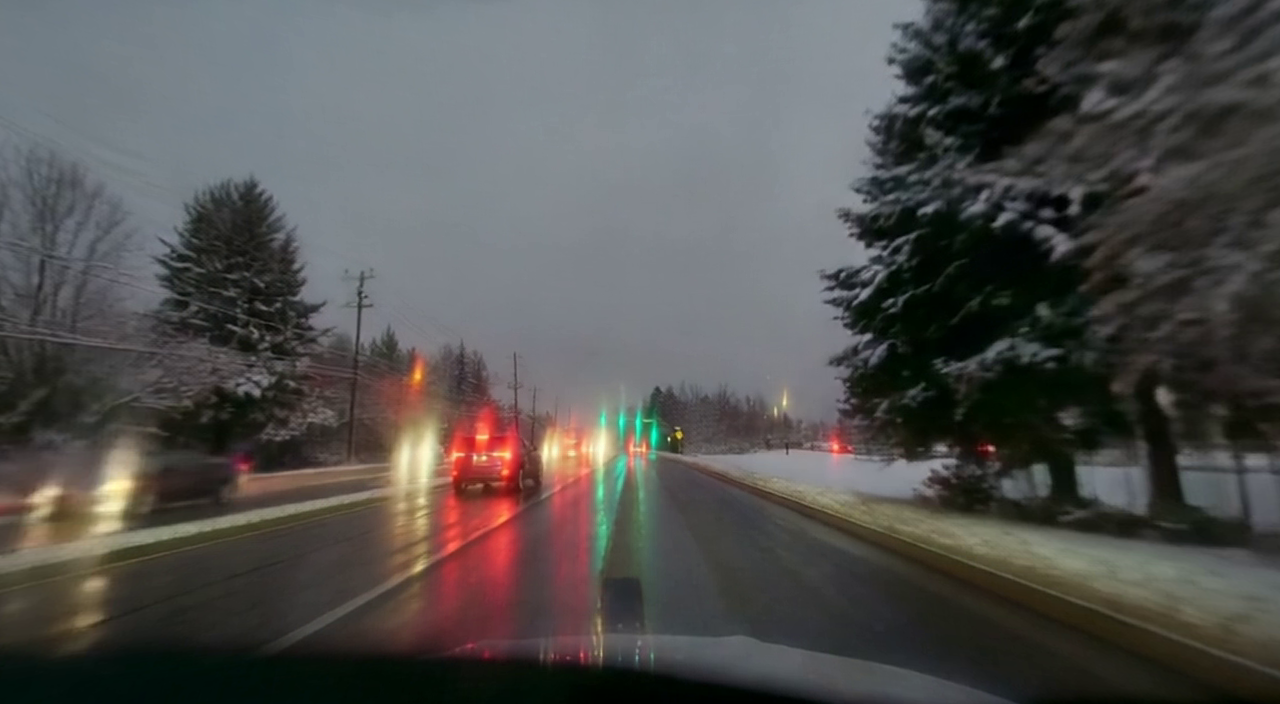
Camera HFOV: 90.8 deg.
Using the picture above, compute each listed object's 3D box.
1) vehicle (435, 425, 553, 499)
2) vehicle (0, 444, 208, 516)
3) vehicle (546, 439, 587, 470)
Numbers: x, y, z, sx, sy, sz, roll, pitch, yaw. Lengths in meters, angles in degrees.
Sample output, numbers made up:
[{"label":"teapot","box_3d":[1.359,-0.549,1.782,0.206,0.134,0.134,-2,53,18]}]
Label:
[{"label":"vehicle","box_3d":[-3.905,3.037,17.842,2.189,1.807,4.467,0,-9,1]},{"label":"vehicle","box_3d":[-13.609,3.161,16.183,1.942,1.579,4.409,0,-9,-1]},{"label":"vehicle","box_3d":[-4.293,6.081,37.623,2.041,1.698,4.094,0,-9,-1]}]
